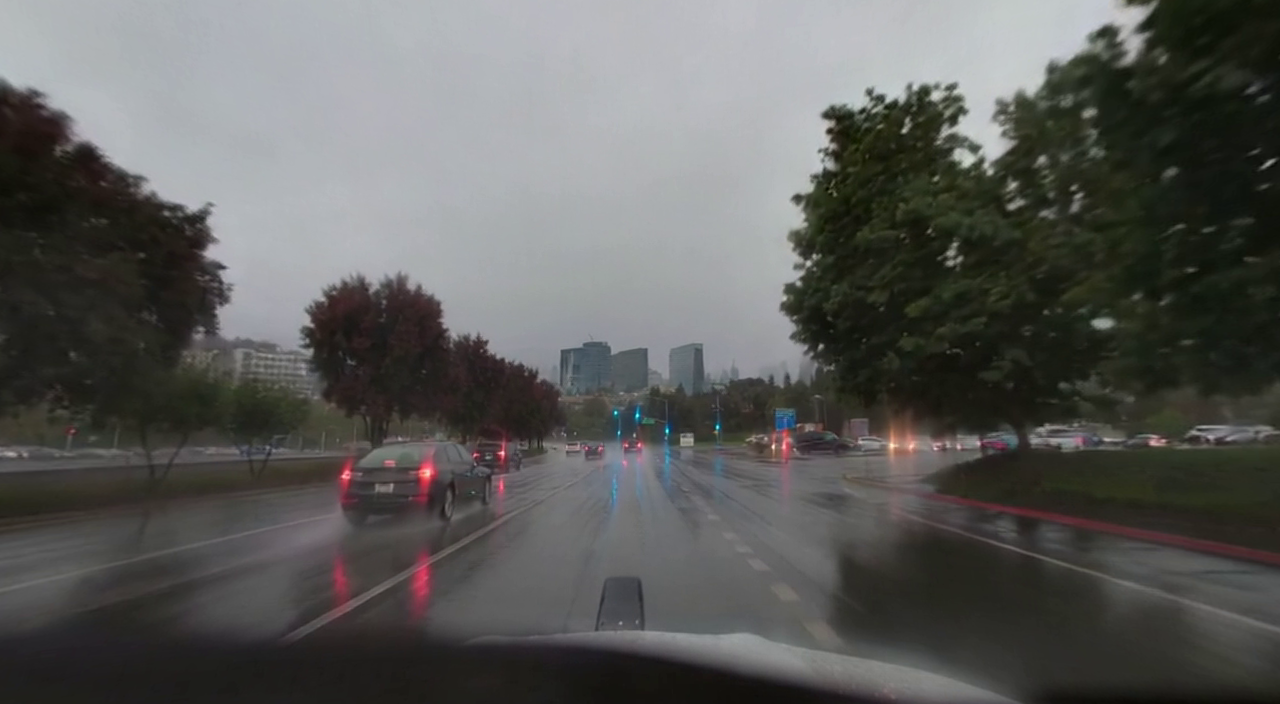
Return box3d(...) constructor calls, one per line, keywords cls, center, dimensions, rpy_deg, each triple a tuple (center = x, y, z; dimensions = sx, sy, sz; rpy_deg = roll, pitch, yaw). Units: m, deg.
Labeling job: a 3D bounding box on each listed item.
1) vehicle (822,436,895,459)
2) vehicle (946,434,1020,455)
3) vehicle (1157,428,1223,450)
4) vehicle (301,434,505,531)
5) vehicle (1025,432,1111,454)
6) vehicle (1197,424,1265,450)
box3d(cls="vehicle", center=(14.735, 6.403, 42.550), dimensions=(4.505, 1.472, 2.020), rpy_deg=(4, -9, -27))
box3d(cls="vehicle", center=(24.972, 6.753, 46.181), dimensions=(4.528, 1.450, 1.889), rpy_deg=(-4, -9, 25))
box3d(cls="vehicle", center=(40.226, 6.349, 46.176), dimensions=(3.959, 1.533, 1.964), rpy_deg=(4, -9, -23))
box3d(cls="vehicle", center=(-4.170, 2.357, 12.110), dimensions=(1.920, 1.480, 4.549), rpy_deg=(-1, -8, 3))
box3d(cls="vehicle", center=(29.526, 6.319, 43.753), dimensions=(4.650, 1.445, 1.982), rpy_deg=(-5, -10, 28))
box3d(cls="vehicle", center=(40.008, 5.761, 42.731), dimensions=(4.191, 1.660, 2.091), rpy_deg=(5, -10, -30))
